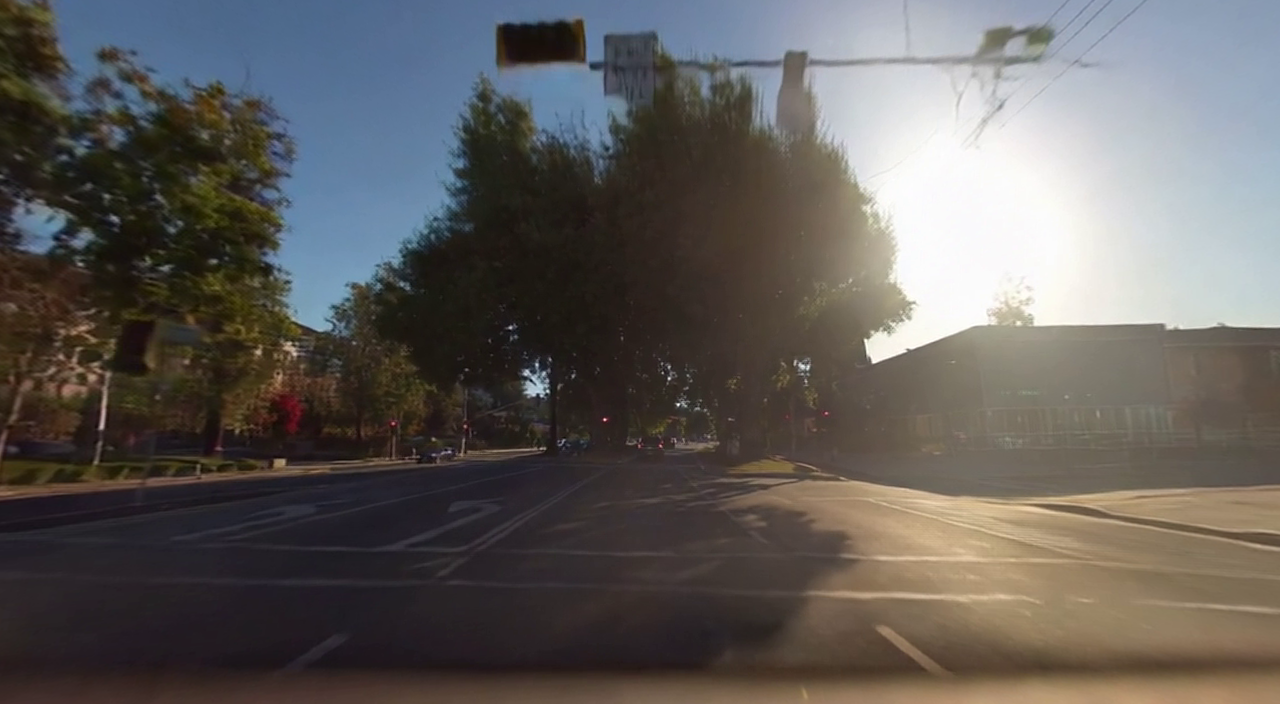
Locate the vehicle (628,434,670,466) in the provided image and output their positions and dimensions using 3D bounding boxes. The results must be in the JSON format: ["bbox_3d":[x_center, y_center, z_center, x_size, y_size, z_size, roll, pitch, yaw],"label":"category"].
[{"bbox_3d":[0.545,5.236,33.970,2.037,1.568,3.693,0,-8,4],"label":"vehicle"}]
